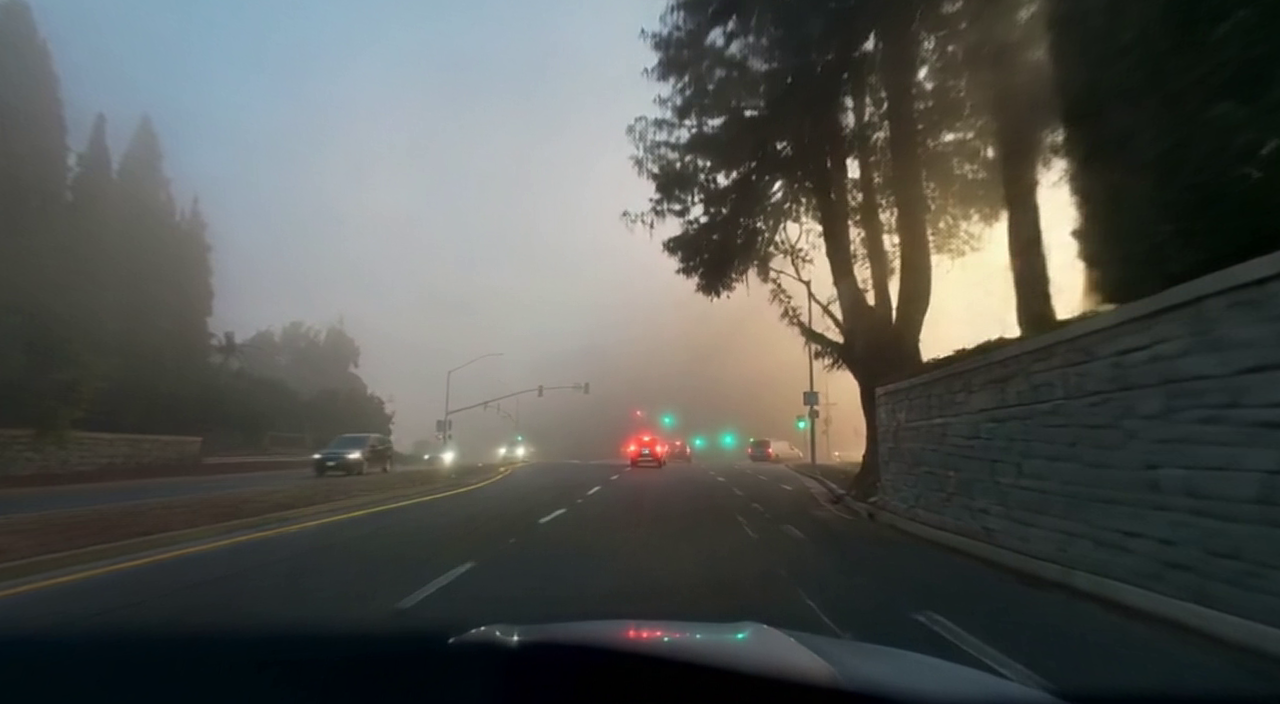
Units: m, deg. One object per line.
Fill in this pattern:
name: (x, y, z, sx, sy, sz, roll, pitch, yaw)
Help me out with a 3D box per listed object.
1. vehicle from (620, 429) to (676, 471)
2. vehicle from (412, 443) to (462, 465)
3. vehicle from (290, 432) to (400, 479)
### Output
vehicle: (0.456, 4.732, 30.441, 2.152, 1.822, 4.391, -1, -9, 8)
vehicle: (-15.406, 7.778, 47.901, 1.924, 1.598, 4.652, -1, -9, 5)
vehicle: (-12.213, 4.316, 26.448, 2.111, 1.751, 4.757, -1, -8, 3)
